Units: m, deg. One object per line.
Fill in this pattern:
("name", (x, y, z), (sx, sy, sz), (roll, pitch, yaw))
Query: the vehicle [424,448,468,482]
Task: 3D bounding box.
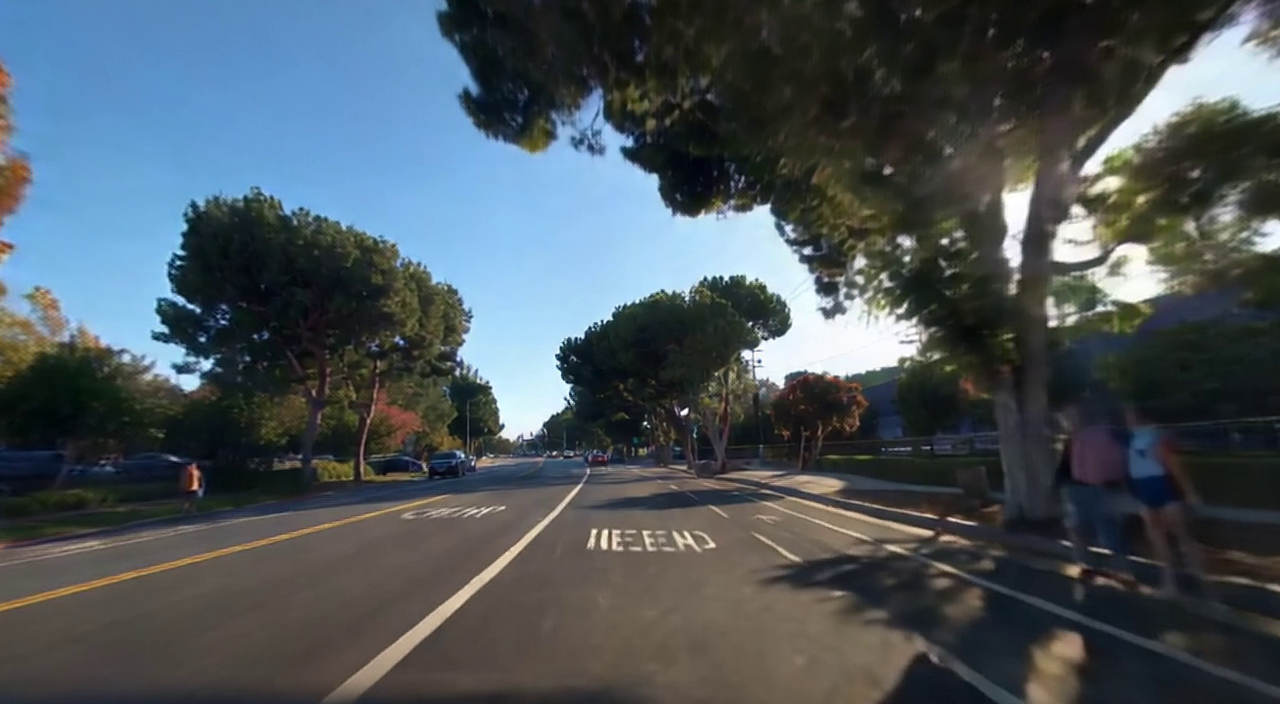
("vehicle", (-14.809, 8.595, 48.483), (2.314, 2.144, 5.403), (-3, -7, -7))
